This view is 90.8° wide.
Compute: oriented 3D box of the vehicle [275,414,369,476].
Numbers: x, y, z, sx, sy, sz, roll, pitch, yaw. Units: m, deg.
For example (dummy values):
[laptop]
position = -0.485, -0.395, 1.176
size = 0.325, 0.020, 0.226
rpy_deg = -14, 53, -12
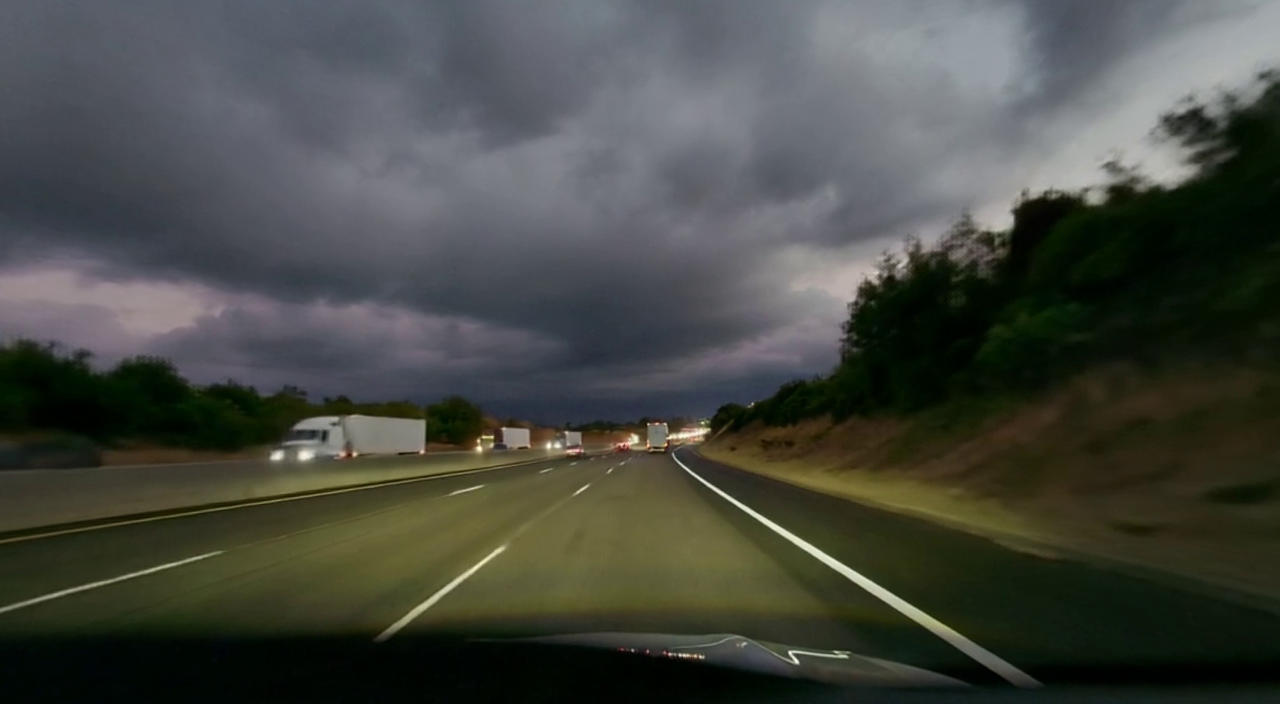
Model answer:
[vehicle]
position = -21.874, 6.474, 43.853
size = 3.121, 3.950, 5.935
rpy_deg = -1, -9, 2
